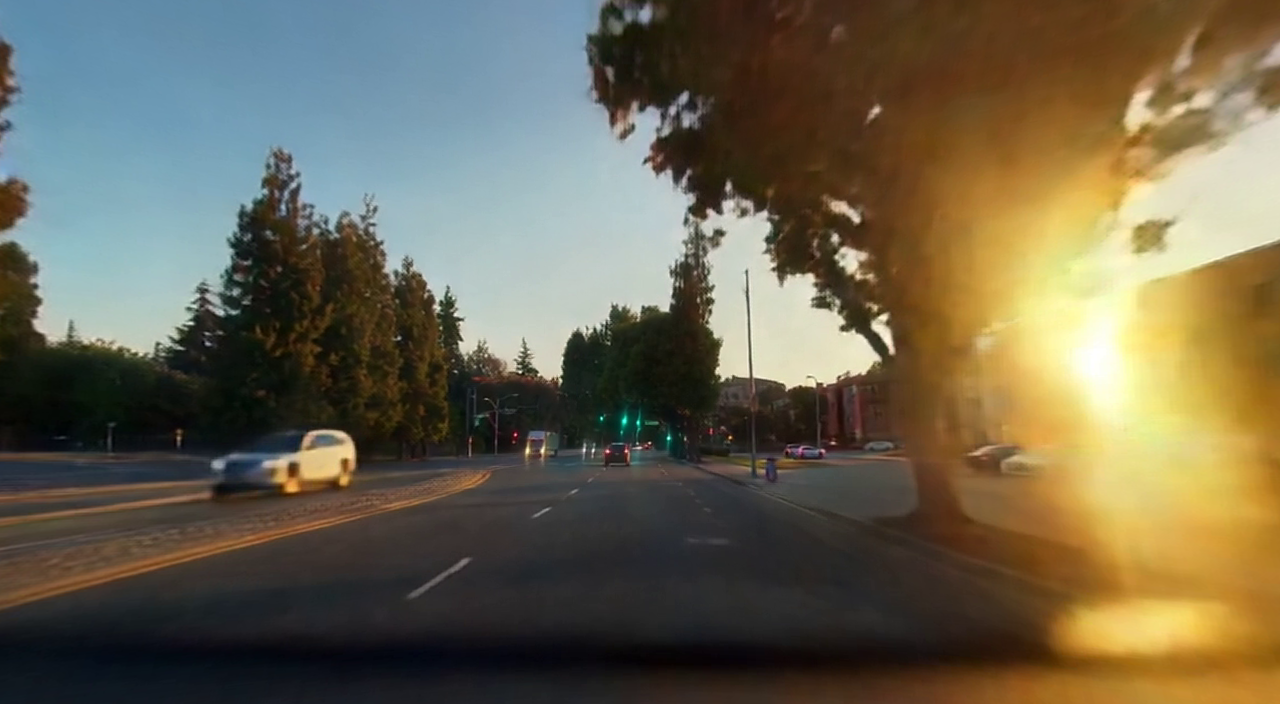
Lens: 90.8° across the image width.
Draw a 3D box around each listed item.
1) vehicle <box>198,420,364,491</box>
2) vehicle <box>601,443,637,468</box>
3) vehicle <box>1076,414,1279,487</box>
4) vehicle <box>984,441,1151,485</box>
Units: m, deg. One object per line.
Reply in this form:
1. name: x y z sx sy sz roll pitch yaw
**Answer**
1. vehicle: -11.273 3.315 20.484 2.193 1.977 5.481 0 -8 -1
2. vehicle: -1.256 6.584 40.417 2.011 1.498 4.914 0 -8 1
3. vehicle: 15.512 2.703 17.433 5.604 1.833 2.128 1 -9 -7
4. vehicle: 15.218 3.923 22.626 4.673 1.458 2.046 1 -9 -8
